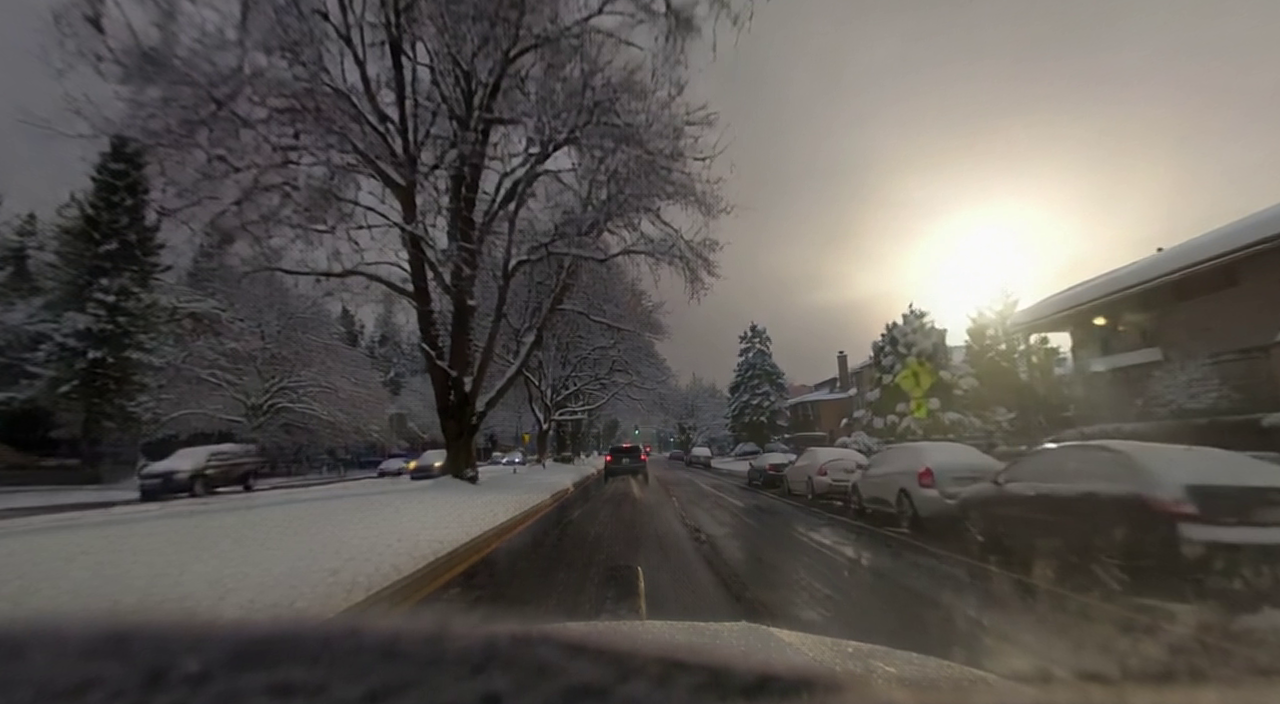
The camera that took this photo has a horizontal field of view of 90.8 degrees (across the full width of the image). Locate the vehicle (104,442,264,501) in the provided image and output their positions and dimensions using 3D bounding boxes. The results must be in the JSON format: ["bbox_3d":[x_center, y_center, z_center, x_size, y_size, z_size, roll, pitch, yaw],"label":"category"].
[{"bbox_3d":[-15.802,4.125,22.315,2.038,1.813,4.764,0,-9,0],"label":"vehicle"}]

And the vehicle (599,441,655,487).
[{"bbox_3d":[-0.496,4.446,25.446,2.070,1.698,3.925,0,-8,0],"label":"vehicle"}]

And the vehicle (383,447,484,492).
[{"bbox_3d":[-7.473,4.275,23.482,2.105,1.474,4.808,0,-8,1],"label":"vehicle"}]

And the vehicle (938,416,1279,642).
[{"bbox_3d":[5.574,1.719,7.254,1.996,1.738,4.496,0,-9,-1],"label":"vehicle"}]

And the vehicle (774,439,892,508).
[{"bbox_3d":[5.528,3.525,18.892,1.943,1.778,4.778,0,-9,-1],"label":"vehicle"}]
